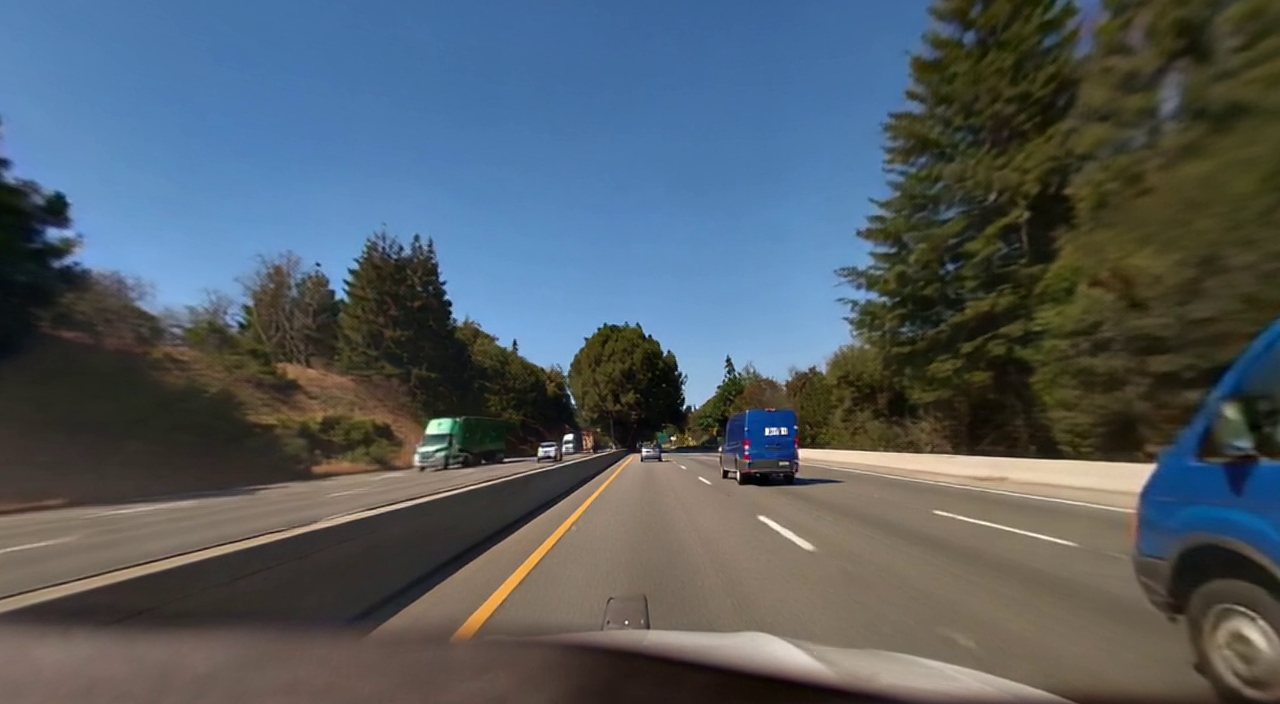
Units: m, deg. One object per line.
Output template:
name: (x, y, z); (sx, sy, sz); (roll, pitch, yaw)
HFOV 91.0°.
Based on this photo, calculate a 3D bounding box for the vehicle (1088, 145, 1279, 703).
vehicle: (4.115, 0.054, 0.389); (2.393, 2.679, 7.059); (0, -8, 0)

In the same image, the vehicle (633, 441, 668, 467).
vehicle: (0.667, 6.559, 40.628); (2.121, 1.590, 4.434); (0, -8, 1)

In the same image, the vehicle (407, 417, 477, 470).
vehicle: (-15.014, 6.984, 48.203); (3.286, 3.794, 5.668); (0, -8, 2)

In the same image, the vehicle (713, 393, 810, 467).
vehicle: (7.815, 5.610, 43.931); (3.479, 4.156, 17.231); (0, -8, 0)
